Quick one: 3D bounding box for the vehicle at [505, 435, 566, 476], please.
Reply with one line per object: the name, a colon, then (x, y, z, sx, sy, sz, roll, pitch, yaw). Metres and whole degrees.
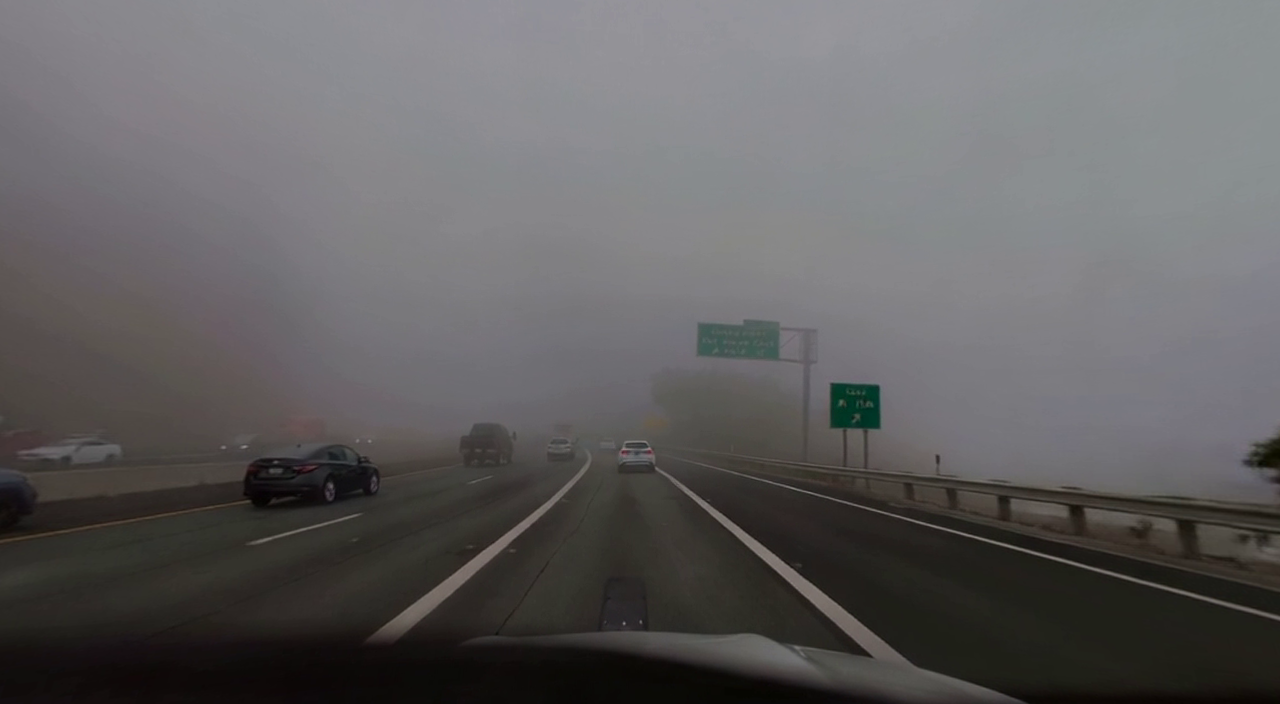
vehicle: (-4.440, 4.464, 27.518, 2.005, 1.631, 4.295, 0, -8, -1)

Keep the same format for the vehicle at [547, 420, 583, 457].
vehicle: (-5.719, 6.715, 48.947, 2.279, 2.672, 5.256, 0, -8, -2)

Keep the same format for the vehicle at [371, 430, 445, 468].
vehicle: (-12.120, 5.112, 33.368, 2.079, 1.807, 5.187, 0, -8, -2)

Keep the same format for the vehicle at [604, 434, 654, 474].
vehicle: (-0.536, 4.592, 28.620, 2.092, 1.671, 3.772, 0, -8, -2)

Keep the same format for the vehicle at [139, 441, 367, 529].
vehicle: (-7.547, 2.589, 12.959, 1.896, 1.465, 4.399, 0, -8, 0)

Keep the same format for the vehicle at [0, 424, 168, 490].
vehicle: (-15.986, 2.897, 17.630, 2.083, 1.577, 4.648, 0, -8, -2)

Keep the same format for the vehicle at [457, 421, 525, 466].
vehicle: (-8.574, 5.355, 37.027, 2.773, 2.402, 6.232, 0, -8, -3)
